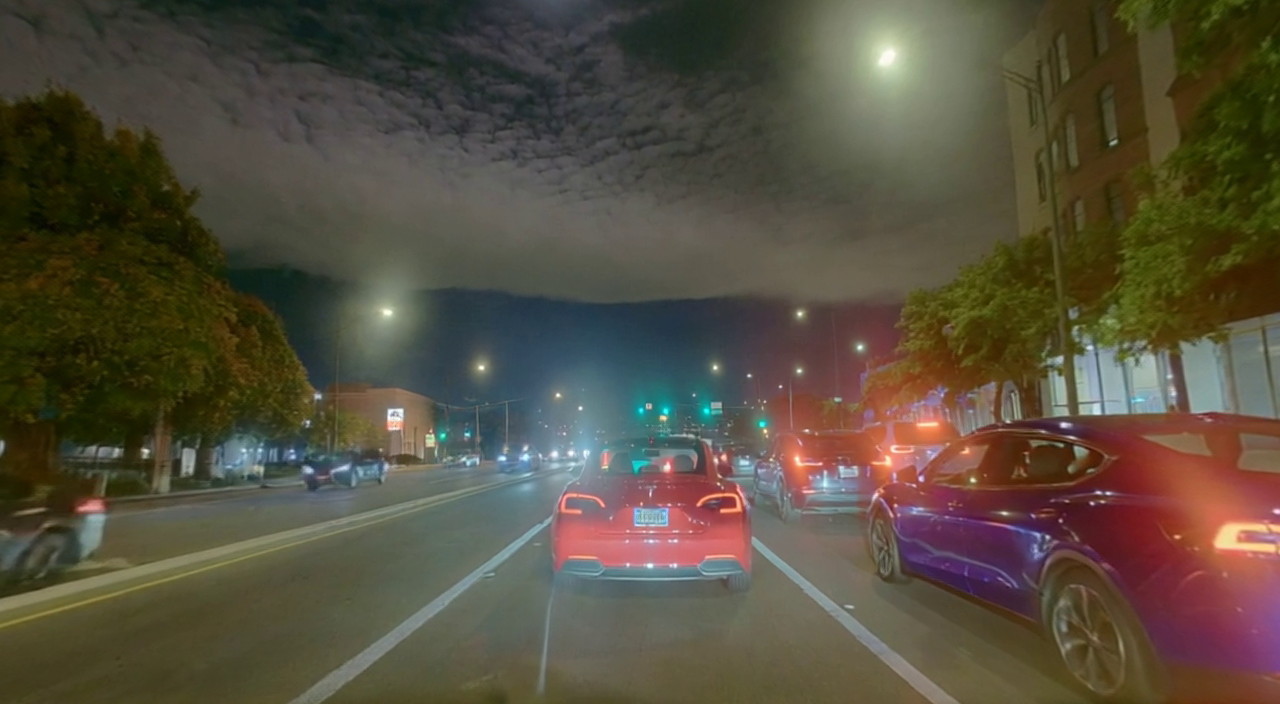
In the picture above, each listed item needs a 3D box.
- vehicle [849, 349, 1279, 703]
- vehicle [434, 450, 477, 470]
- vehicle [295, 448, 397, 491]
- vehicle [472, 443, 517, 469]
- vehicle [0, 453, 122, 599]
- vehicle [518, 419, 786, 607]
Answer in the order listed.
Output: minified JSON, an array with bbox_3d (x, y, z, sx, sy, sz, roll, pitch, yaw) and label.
[{"bbox_3d":[3.198,1.127,4.230,2.038,1.651,4.455,0,-8,0],"label":"vehicle"},{"bbox_3d":[-14.570,8.506,49.933,1.999,1.462,4.200,0,-8,2],"label":"vehicle"},{"bbox_3d":[-11.509,4.609,25.061,1.917,1.506,4.280,0,-8,1],"label":"vehicle"},{"bbox_3d":[-10.899,7.798,47.566,2.122,1.786,4.757,0,-8,2],"label":"vehicle"},{"bbox_3d":[-7.741,1.750,5.982,1.979,1.490,4.225,0,-8,1],"label":"vehicle"},{"bbox_3d":[0.102,1.581,7.085,2.137,1.488,3.938,0,-8,0],"label":"vehicle"}]
